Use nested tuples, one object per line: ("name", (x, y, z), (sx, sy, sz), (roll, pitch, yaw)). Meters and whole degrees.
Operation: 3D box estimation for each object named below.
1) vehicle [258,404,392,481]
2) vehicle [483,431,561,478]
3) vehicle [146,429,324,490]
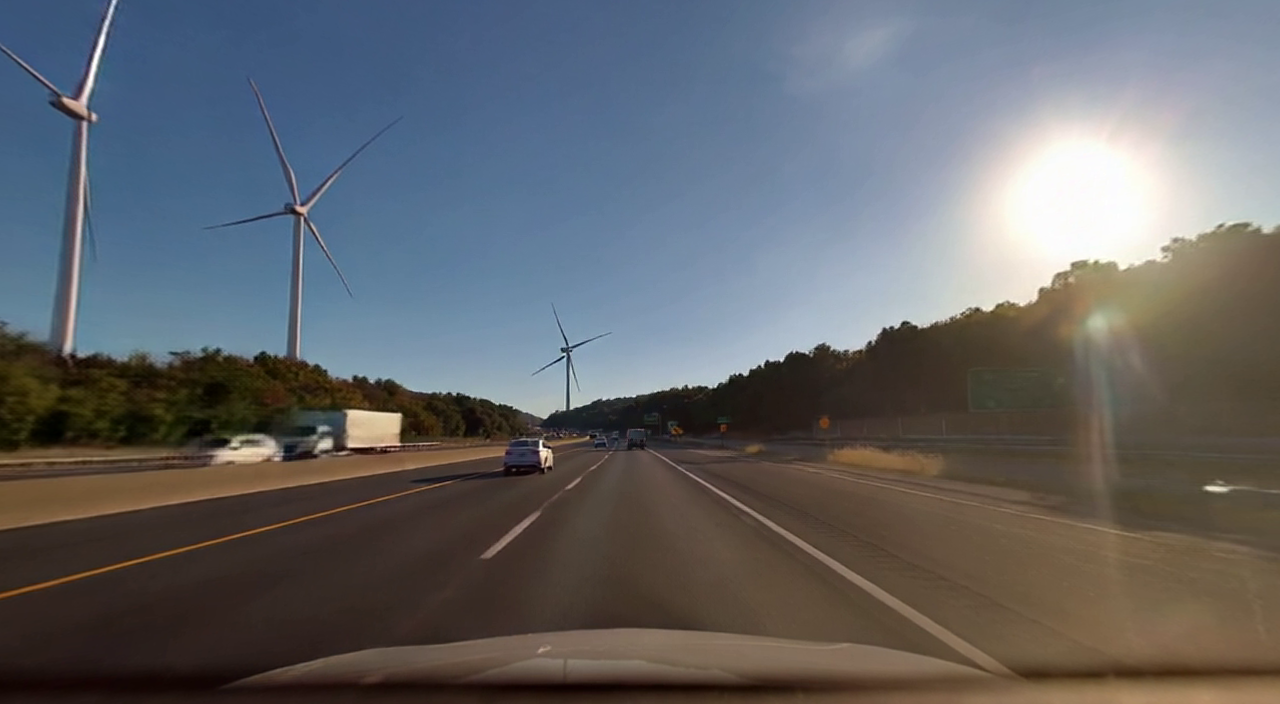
("vehicle", (-12.882, 3.747, 26.326), (2.586, 2.603, 5.878), (-5, -8, 0))
("vehicle", (-4.044, 3.569, 22.262), (1.950, 1.511, 3.965), (0, -8, 0))
("vehicle", (-12.703, 3.379, 20.267), (2.755, 1.635, 4.555), (-2, -8, -1))
